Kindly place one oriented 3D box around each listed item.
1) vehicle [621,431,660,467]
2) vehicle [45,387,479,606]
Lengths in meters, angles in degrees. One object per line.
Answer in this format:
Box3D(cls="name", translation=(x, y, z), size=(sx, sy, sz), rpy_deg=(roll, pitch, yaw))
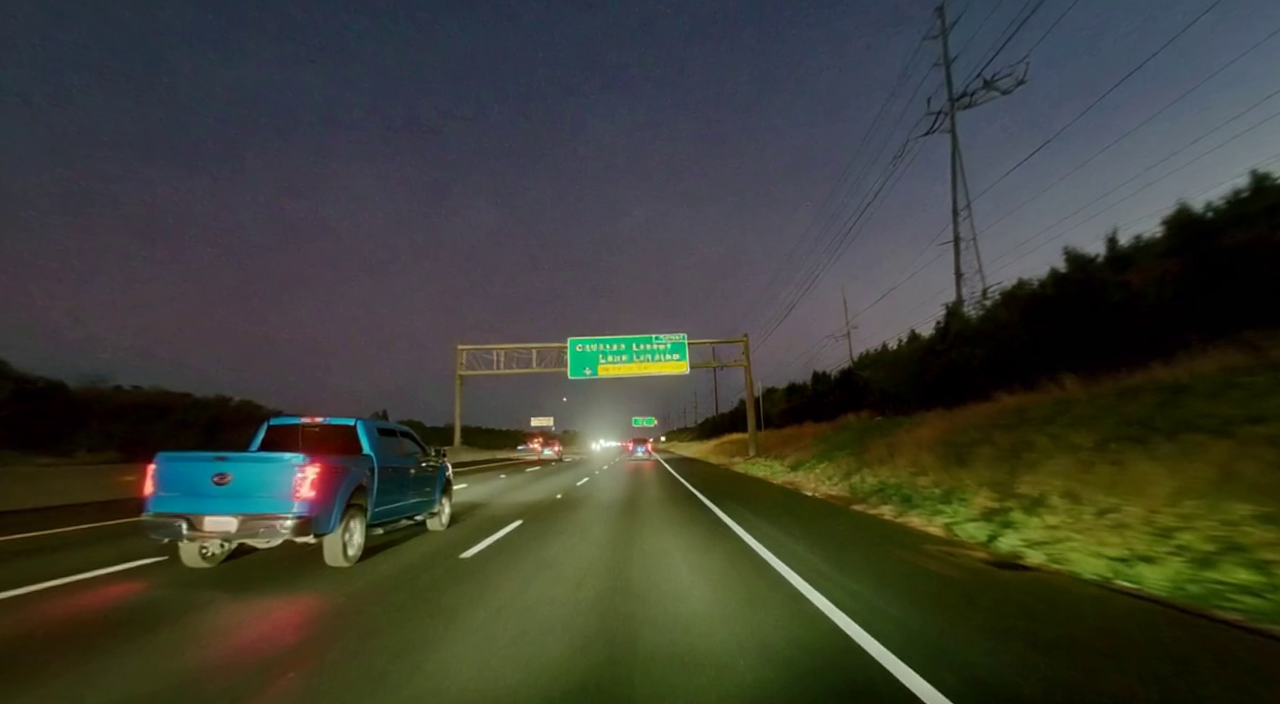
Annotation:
Box3D(cls="vehicle", translation=(-0.016, 6.242, 40.790), size=(2.358, 2.144, 4.713), rpy_deg=(0, -8, -1))
Box3D(cls="vehicle", translation=(-3.825, 1.586, 7.964), size=(2.204, 1.812, 5.289), rpy_deg=(0, -8, 0))
